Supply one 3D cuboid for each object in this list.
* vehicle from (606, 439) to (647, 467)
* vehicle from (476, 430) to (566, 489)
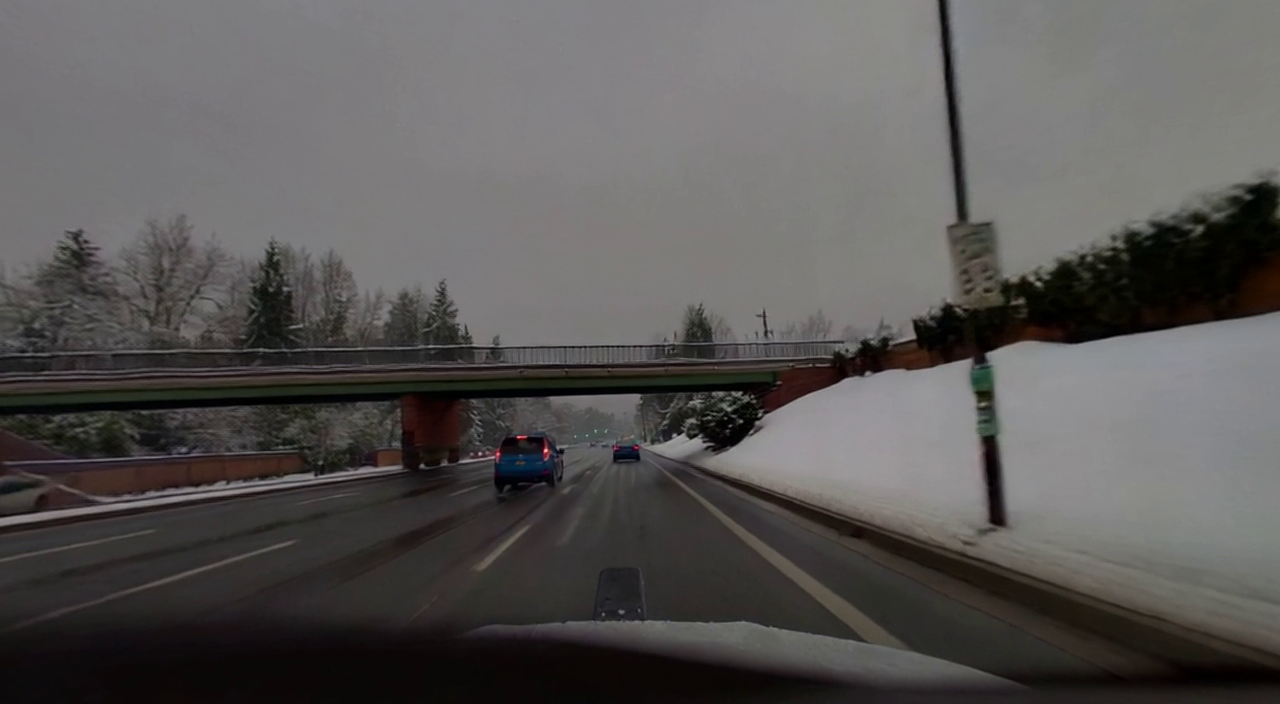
[{"bbox_3d":[-0.818,5.708,35.860,2.205,1.509,4.272,0,-8,-3],"label":"vehicle"},{"bbox_3d":[-3.869,3.580,21.391,2.223,1.771,4.581,0,-8,-1],"label":"vehicle"}]
